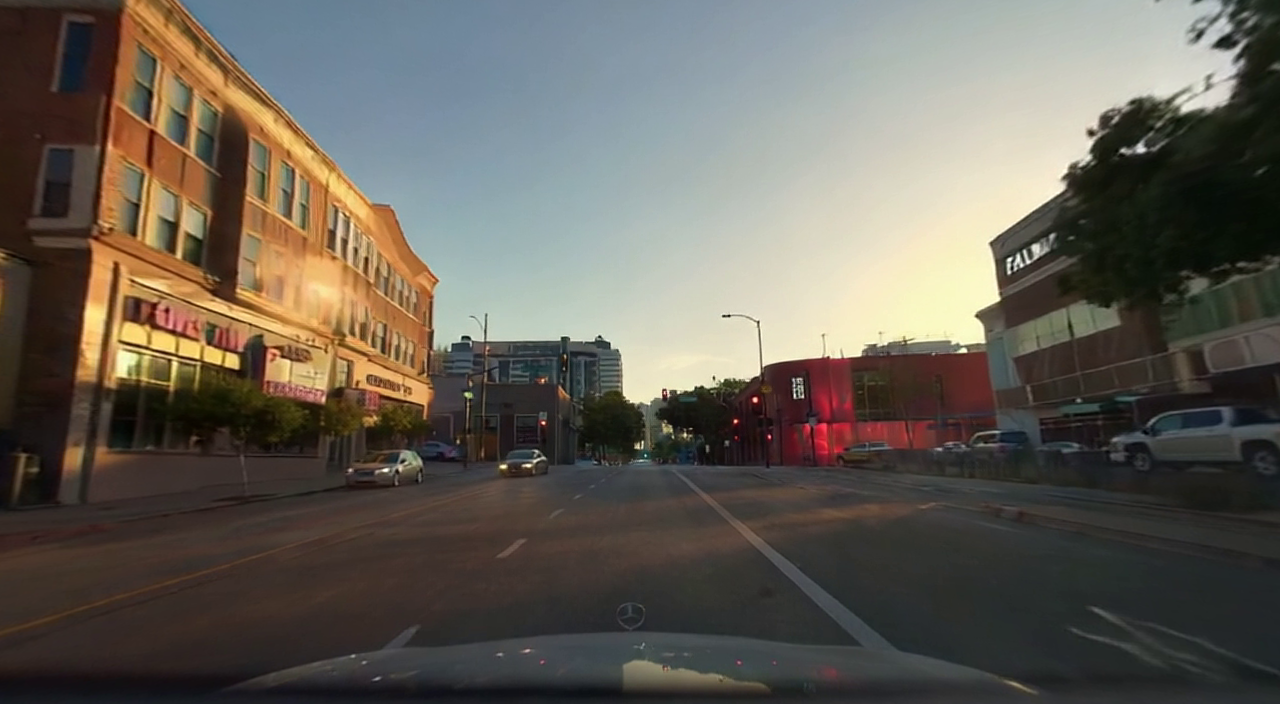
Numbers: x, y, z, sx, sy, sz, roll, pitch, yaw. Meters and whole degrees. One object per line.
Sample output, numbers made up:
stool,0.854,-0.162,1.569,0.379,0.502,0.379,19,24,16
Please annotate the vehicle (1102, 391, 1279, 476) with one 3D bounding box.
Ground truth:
vehicle,15.147,2.136,16.378,2.180,1.848,5.417,-1,-8,1

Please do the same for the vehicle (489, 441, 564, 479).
vehicle,-4.883,4.710,27.820,1.984,1.489,4.515,-1,-8,7

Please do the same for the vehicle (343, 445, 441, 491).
vehicle,-9.122,4.282,23.654,1.908,1.529,4.522,0,-8,-1
